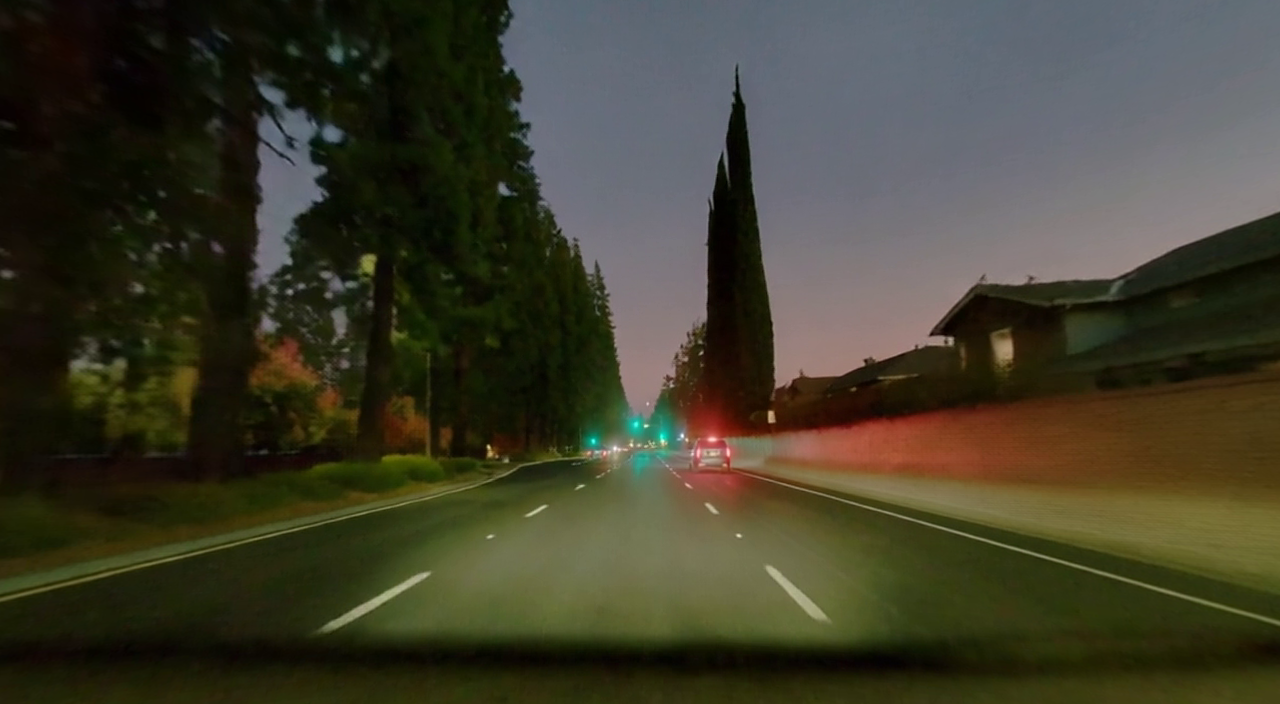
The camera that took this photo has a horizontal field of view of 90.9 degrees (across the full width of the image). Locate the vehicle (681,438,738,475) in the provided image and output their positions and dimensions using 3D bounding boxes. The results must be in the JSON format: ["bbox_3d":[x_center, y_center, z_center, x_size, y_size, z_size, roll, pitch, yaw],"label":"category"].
[{"bbox_3d":[3.319,5.111,31.115,2.321,1.695,5.037,0,-8,1],"label":"vehicle"}]
